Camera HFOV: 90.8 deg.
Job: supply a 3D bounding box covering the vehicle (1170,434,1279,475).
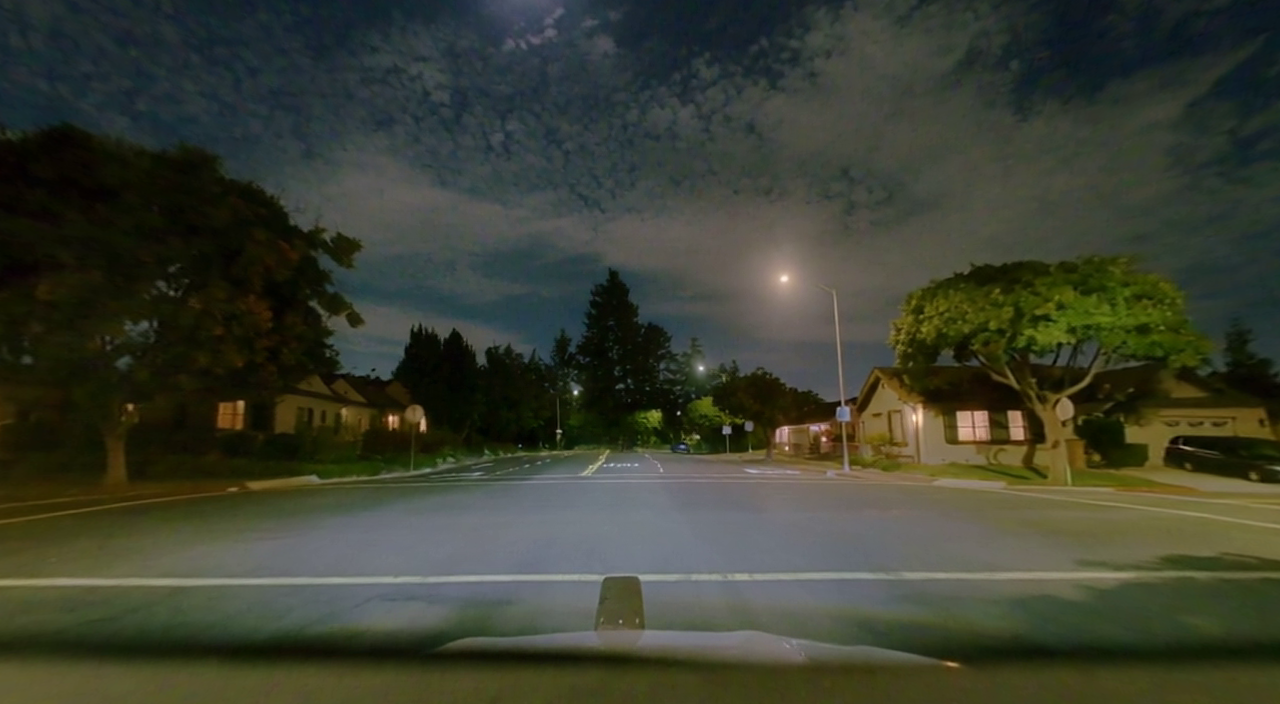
[{"bbox_3d":[26.563,4.442,27.608,2.152,1.606,5.402,0,-8,1],"label":"vehicle"}]
